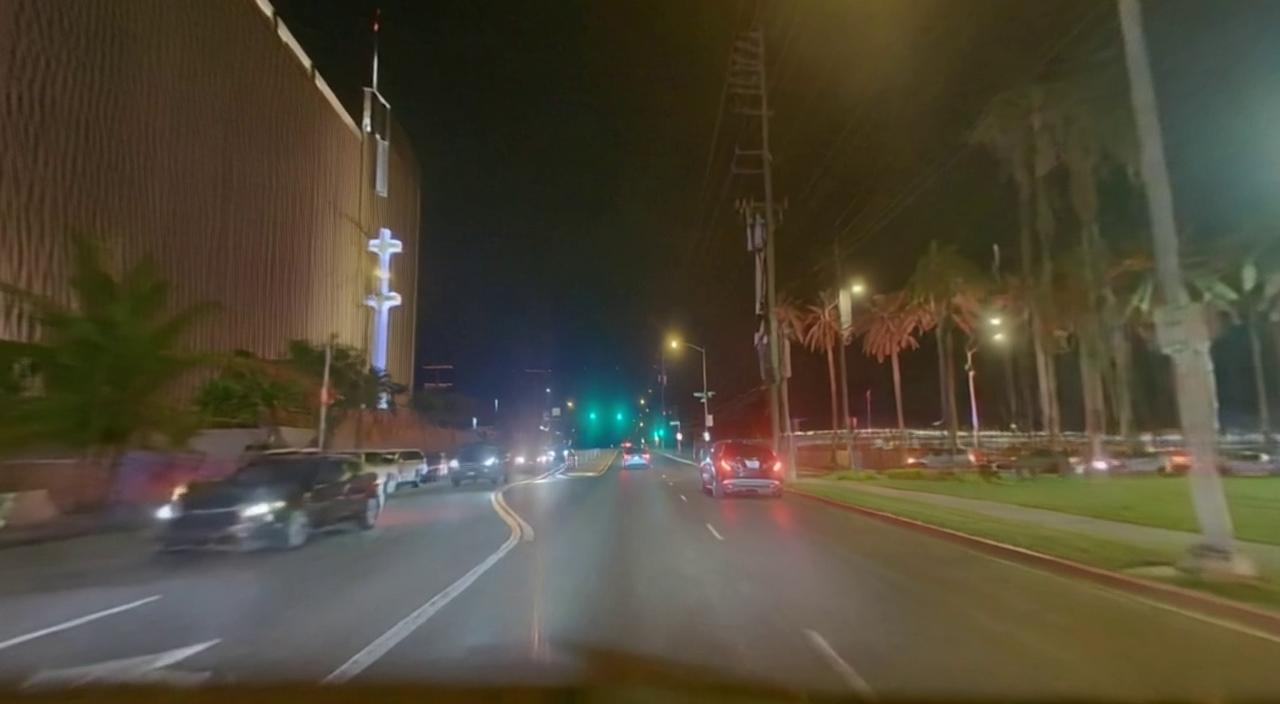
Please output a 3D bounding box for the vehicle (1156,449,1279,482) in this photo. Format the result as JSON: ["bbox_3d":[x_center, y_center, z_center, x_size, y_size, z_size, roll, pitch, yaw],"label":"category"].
[{"bbox_3d":[30.030,5.888,32.850,4.463,1.600,2.122,0,-8,1],"label":"vehicle"}]

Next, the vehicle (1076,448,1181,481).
[{"bbox_3d":[25.411,5.845,32.977,3.611,1.590,2.171,0,-8,-1],"label":"vehicle"}]

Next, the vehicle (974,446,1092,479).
[{"bbox_3d":[20.491,5.765,33.084,4.673,1.592,2.193,-1,-8,2],"label":"vehicle"}]

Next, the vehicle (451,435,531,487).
[{"bbox_3d":[-5.919,4.374,25.806,2.106,1.890,4.783,0,-8,0],"label":"vehicle"}]

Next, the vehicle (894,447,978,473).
[{"bbox_3d":[20.258,7.390,43.343,4.540,1.386,2.337,-4,-8,-1],"label":"vehicle"}]

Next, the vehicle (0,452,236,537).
[{"bbox_3d":[-11.957,3.219,14.899,2.062,1.609,4.233,0,-8,-1],"label":"vehicle"}]

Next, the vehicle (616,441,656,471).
[{"bbox_3d":[-0.254,6.108,37.211,2.196,1.655,3.939,0,-8,-1],"label":"vehicle"}]

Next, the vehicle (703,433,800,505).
[{"bbox_3d":[3.139,3.391,18.786,1.995,1.858,4.333,0,-8,-1],"label":"vehicle"}]

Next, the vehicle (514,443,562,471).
[{"bbox_3d":[-6.083,6.283,38.127,2.168,1.572,4.635,0,-8,-1],"label":"vehicle"}]

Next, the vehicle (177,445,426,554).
[{"bbox_3d":[-5.710,2.487,11.485,2.074,1.541,4.395,0,-8,0],"label":"vehicle"}]
